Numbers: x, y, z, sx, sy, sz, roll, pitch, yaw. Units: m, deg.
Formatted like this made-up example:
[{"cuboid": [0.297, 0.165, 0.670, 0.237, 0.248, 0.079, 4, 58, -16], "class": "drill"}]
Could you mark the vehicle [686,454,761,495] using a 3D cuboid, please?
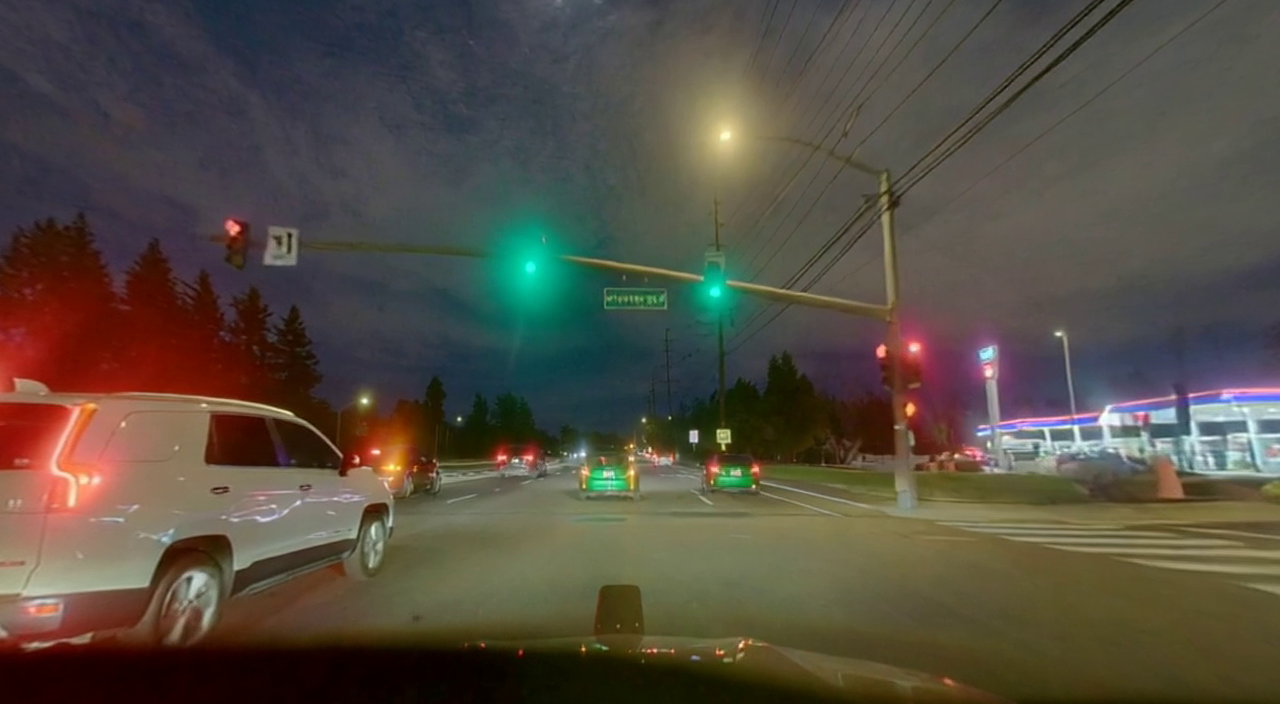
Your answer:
[{"cuboid": [2.988, 4.489, 23.582, 2.065, 1.302, 4.416, 0, -8, -1], "class": "vehicle"}]

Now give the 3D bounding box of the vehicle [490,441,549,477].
[{"cuboid": [-6.867, 6.142, 36.542, 2.385, 1.918, 5.056, 0, -8, 0], "class": "vehicle"}]

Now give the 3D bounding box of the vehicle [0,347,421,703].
[{"cuboid": [-3.464, 1.125, 4.889, 1.922, 1.642, 4.547, 0, -8, 0], "class": "vehicle"}]

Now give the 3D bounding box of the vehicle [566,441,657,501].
[{"cuboid": [-0.672, 3.167, 17.285, 2.189, 1.437, 4.135, 0, -8, 0], "class": "vehicle"}]
